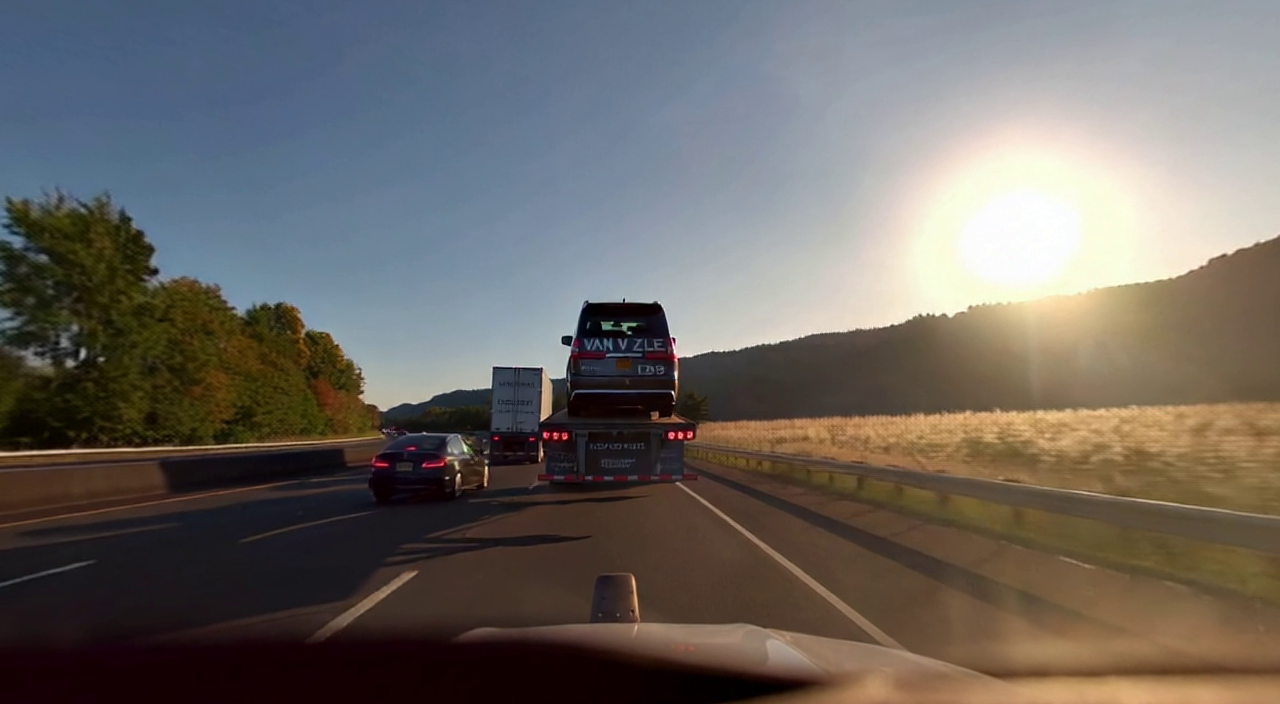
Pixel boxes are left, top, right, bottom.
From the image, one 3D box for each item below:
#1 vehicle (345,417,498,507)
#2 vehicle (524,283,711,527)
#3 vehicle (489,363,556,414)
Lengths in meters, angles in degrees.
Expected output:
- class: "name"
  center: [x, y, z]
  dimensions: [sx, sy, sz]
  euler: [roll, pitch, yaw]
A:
- class: "vehicle"
  center: [-4.589, 2.351, 14.050]
  dimensions: [1.914, 1.675, 4.331]
  euler: [0, -7, -1]
- class: "vehicle"
  center: [-0.481, 1.350, 14.015]
  dimensions: [2.738, 3.628, 9.223]
  euler: [0, -7, -2]
- class: "vehicle"
  center: [-4.758, 1.611, 26.199]
  dimensions: [2.118, 1.799, 4.591]
  euler: [0, -7, -3]
